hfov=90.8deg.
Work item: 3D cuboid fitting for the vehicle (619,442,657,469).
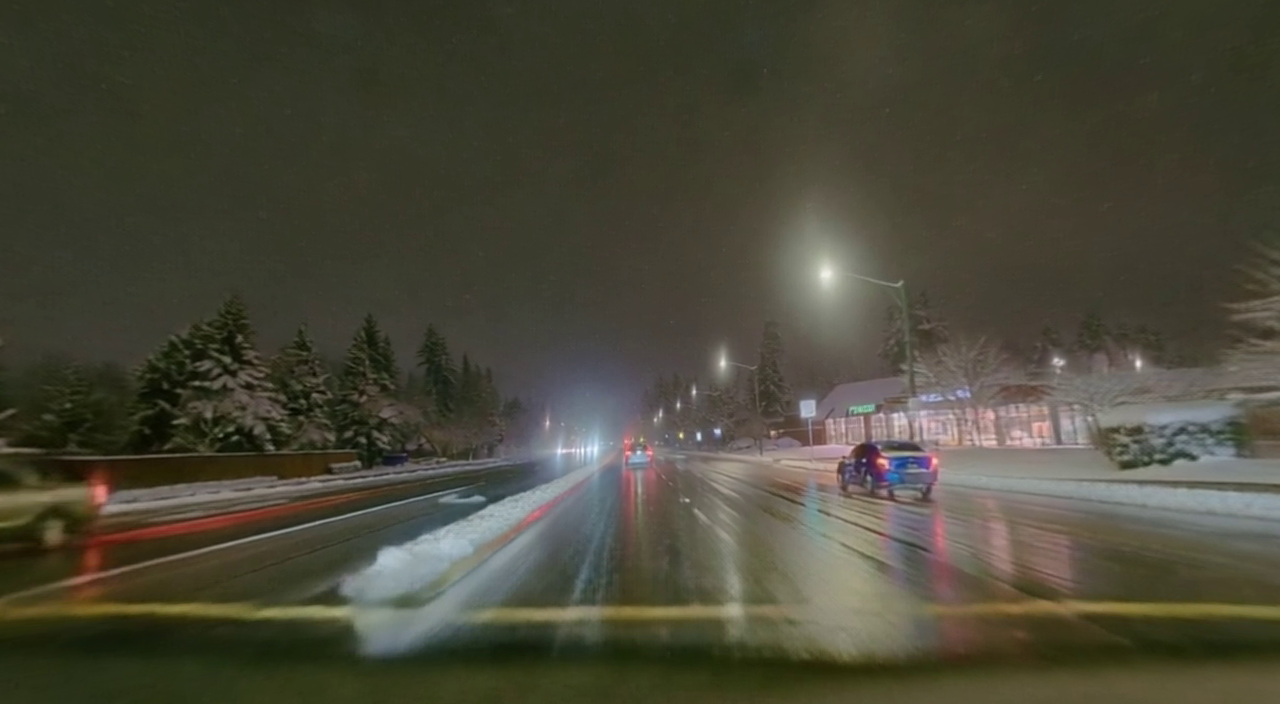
[{"bbox_3d":[-0.158,5.960,36.632,2.027,1.494,3.942,0,-8,-1],"label":"vehicle"}]

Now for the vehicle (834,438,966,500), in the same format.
[{"bbox_3d":[6.847,3.083,17.185,1.849,1.464,4.119,0,-8,0],"label":"vehicle"}]
